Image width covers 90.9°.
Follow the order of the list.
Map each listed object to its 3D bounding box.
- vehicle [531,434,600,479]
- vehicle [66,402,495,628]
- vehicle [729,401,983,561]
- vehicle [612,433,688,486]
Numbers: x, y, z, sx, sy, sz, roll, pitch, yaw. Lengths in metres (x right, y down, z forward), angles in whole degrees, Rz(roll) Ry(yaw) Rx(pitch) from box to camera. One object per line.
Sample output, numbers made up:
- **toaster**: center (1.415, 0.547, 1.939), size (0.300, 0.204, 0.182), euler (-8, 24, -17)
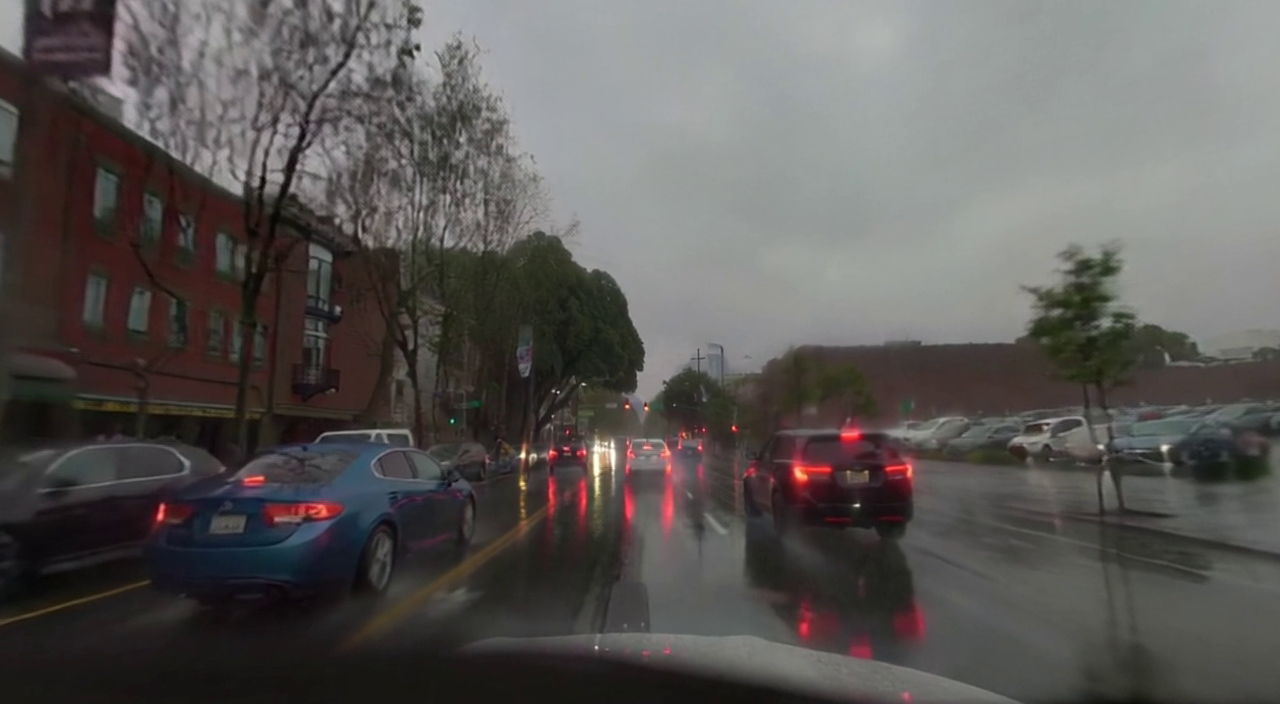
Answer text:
- **vehicle**: center (-2.751, 3.987, 24.291), size (2.019, 1.507, 4.643), euler (0, -8, 1)
- **vehicle**: center (-3.084, 1.482, 6.633), size (2.085, 1.619, 3.976), euler (-1, -8, 1)
- **vehicle**: center (2.657, 1.724, 9.097), size (2.094, 1.709, 4.394), euler (0, -8, 0)
- **vehicle**: center (0.270, 3.359, 19.928), size (2.139, 1.466, 4.373), euler (0, -8, 0)
